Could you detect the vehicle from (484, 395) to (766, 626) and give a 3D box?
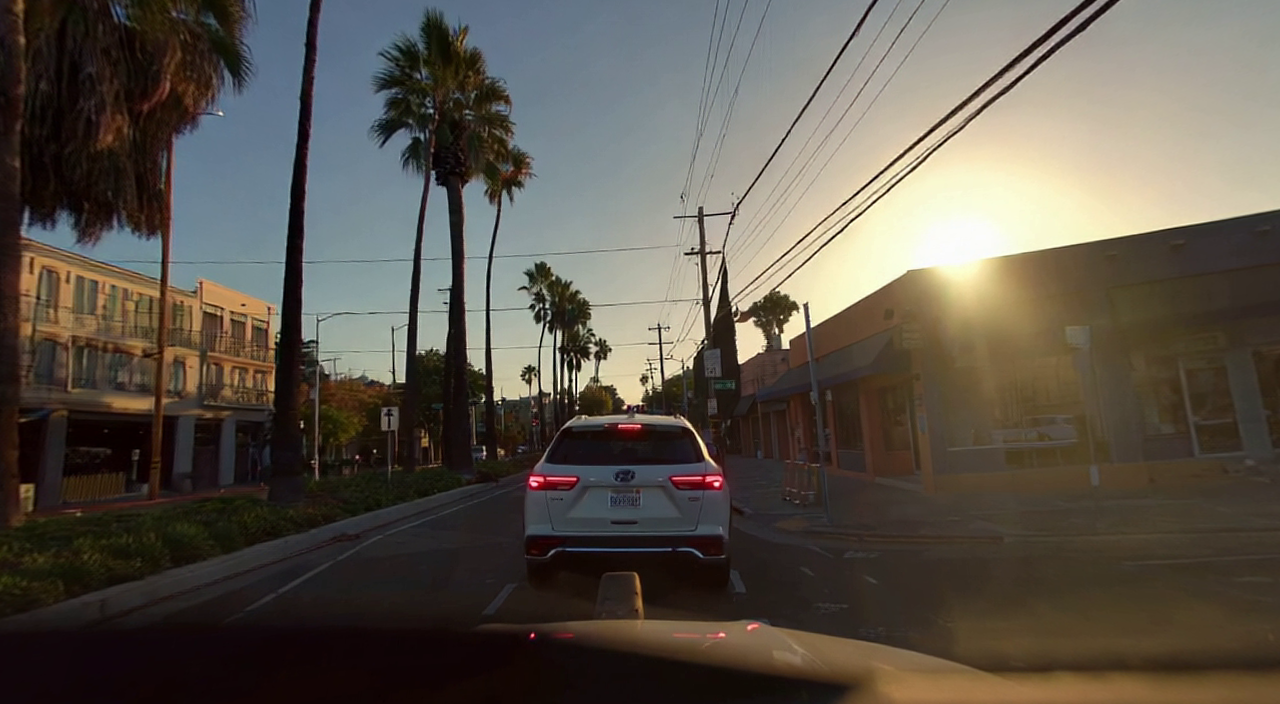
[{"bbox_3d":[-0.194,1.456,6.686,2.105,1.702,3.750,0,-8,-3],"label":"vehicle"}]
